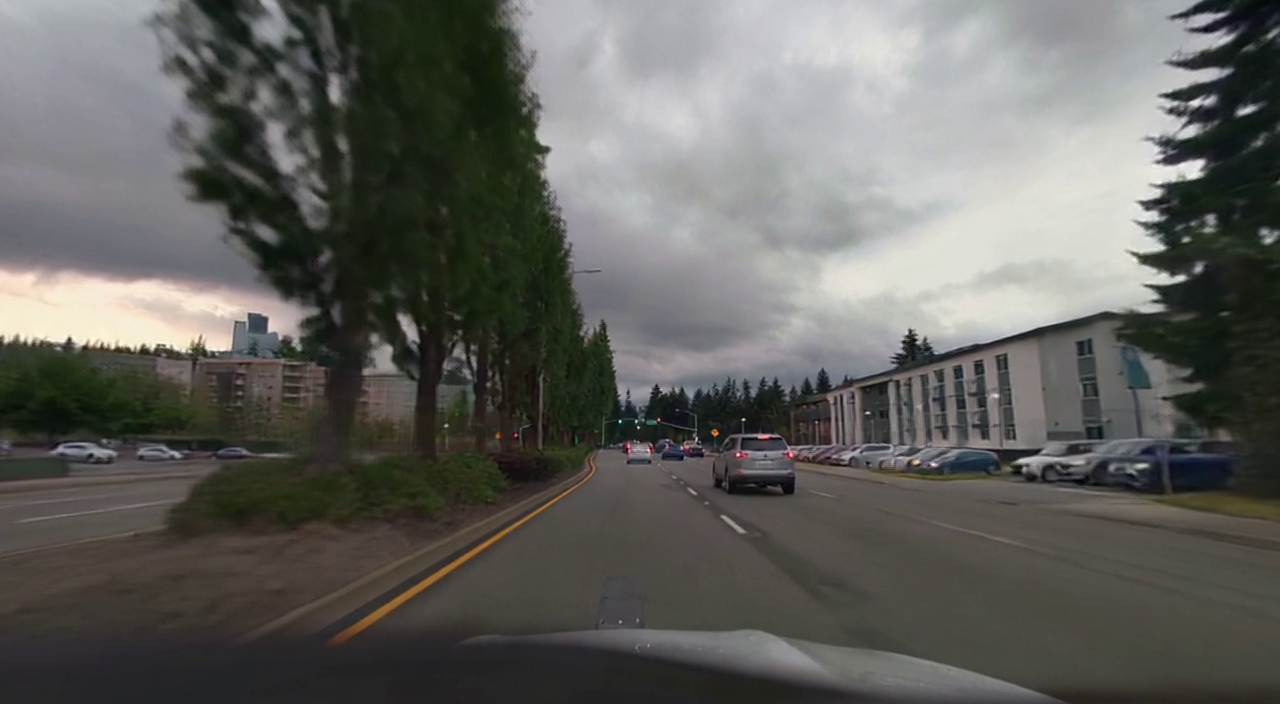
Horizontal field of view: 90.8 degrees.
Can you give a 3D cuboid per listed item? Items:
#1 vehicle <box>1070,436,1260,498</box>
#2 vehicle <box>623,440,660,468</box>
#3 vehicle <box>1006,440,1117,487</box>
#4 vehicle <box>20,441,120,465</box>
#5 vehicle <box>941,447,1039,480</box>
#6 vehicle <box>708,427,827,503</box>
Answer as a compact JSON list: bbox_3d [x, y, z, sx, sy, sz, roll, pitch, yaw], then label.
[{"bbox_3d":[15.994,3.516,19.660,1.812,1.687,4.579,1,-9,-3],"label":"vehicle"},{"bbox_3d":[0.054,6.277,39.002,2.145,1.572,4.021,0,-9,-1],"label":"vehicle"},{"bbox_3d":[16.412,4.323,24.898,1.914,1.644,4.378,-2,-8,10],"label":"vehicle"},{"bbox_3d":[-37.097,6.584,41.209,4.555,1.470,1.937,0,-9,-1],"label":"vehicle"},{"bbox_3d":[17.368,5.499,31.419,3.958,1.524,2.061,3,-10,-20],"label":"vehicle"},{"bbox_3d":[3.326,3.085,17.670,2.235,1.806,4.818,0,-9,-1],"label":"vehicle"}]
